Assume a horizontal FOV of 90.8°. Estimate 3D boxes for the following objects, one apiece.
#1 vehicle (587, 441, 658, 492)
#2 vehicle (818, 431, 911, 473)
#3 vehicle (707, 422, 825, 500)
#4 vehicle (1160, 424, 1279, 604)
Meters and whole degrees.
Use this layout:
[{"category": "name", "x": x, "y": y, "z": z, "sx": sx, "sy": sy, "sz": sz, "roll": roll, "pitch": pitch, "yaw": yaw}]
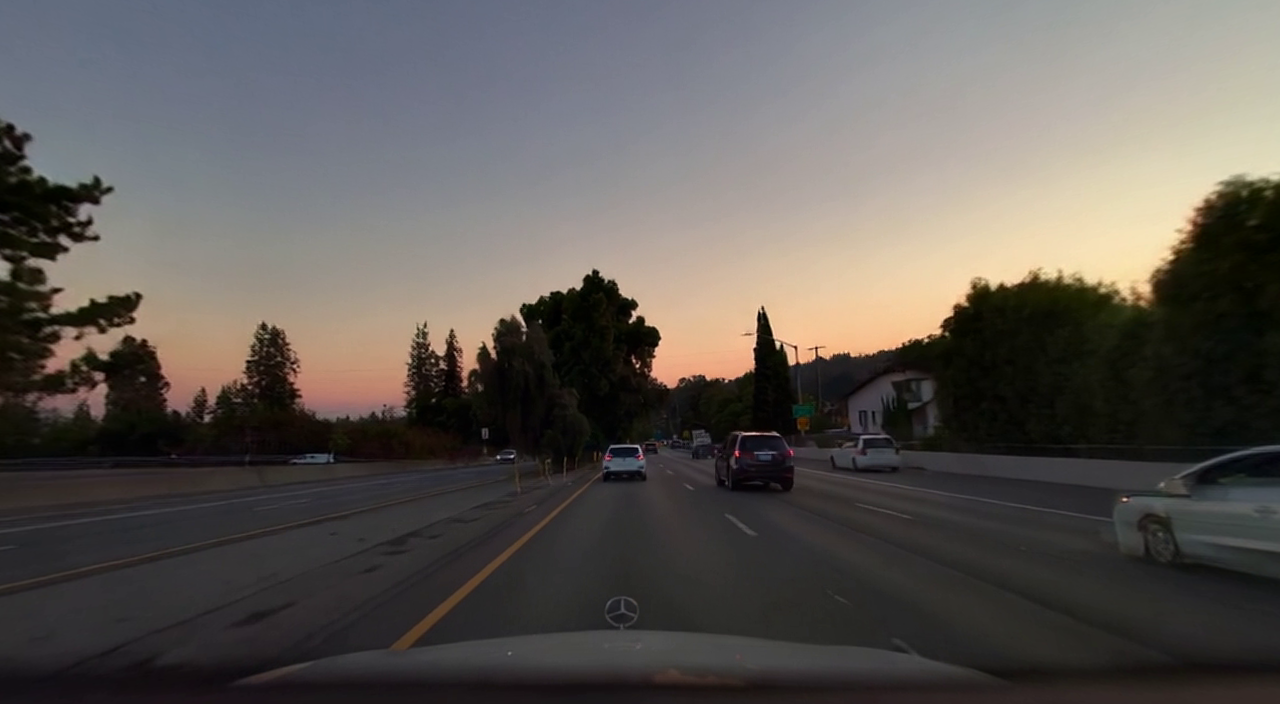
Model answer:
[{"category": "vehicle", "x": -0.507, "y": 3.578, "z": 20.096, "sx": 2.040, "sy": 1.451, "sz": 3.736, "roll": 0, "pitch": -8, "yaw": 0}, {"category": "vehicle", "x": 11.163, "y": 5.039, "z": 32.006, "sx": 2.533, "sy": 1.900, "sz": 6.143, "roll": 0, "pitch": -8, "yaw": 1}, {"category": "vehicle", "x": 3.263, "y": 2.963, "z": 17.517, "sx": 2.186, "sy": 1.842, "sz": 4.553, "roll": 0, "pitch": -8, "yaw": -2}, {"category": "vehicle", "x": 6.504, "y": 1.146, "z": 3.973, "sx": 2.434, "sy": 1.467, "sz": 4.726, "roll": 0, "pitch": -8, "yaw": 0}]
